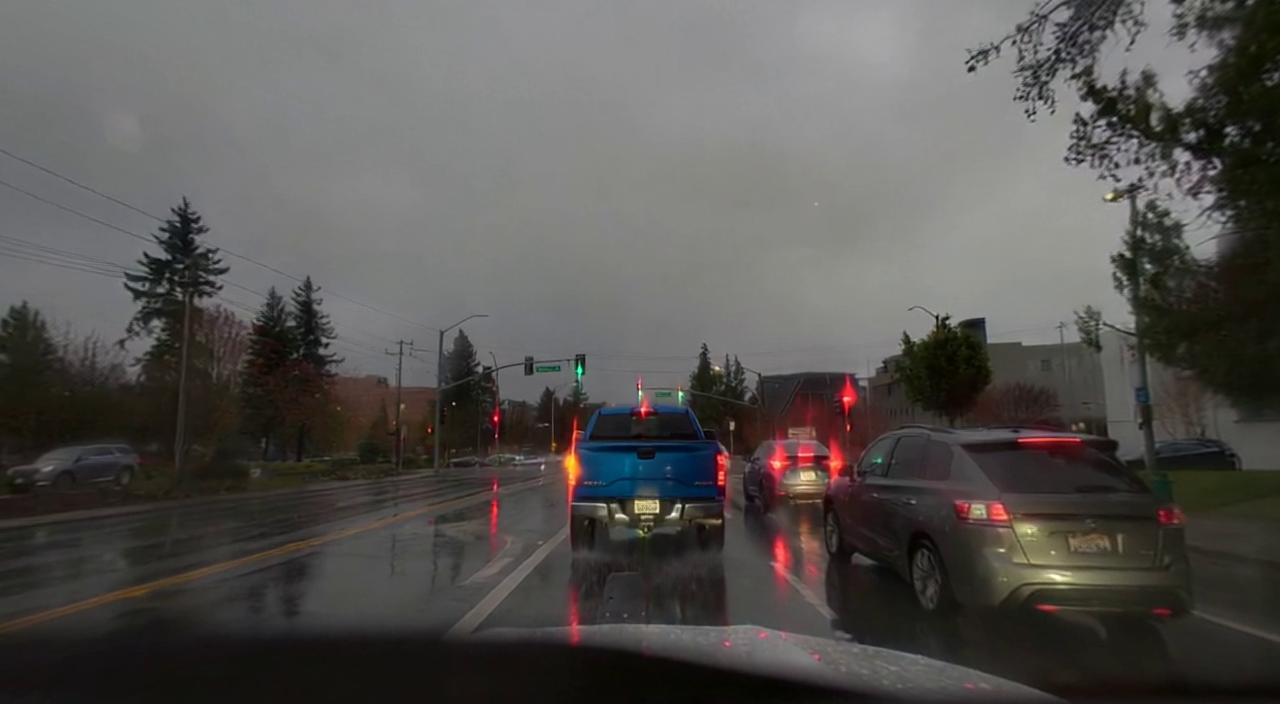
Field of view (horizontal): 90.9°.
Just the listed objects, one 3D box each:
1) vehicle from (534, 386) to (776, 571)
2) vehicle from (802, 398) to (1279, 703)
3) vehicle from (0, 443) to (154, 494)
[{"bbox_3d":[0.174,1.777,9.680,2.636,2.011,5.425,0,-8,0],"label":"vehicle"},{"bbox_3d":[3.328,1.465,6.030,2.155,1.667,5.162,0,-8,0],"label":"vehicle"},{"bbox_3d":[-21.746,4.452,24.542,2.062,1.764,4.508,0,-8,-2],"label":"vehicle"}]
